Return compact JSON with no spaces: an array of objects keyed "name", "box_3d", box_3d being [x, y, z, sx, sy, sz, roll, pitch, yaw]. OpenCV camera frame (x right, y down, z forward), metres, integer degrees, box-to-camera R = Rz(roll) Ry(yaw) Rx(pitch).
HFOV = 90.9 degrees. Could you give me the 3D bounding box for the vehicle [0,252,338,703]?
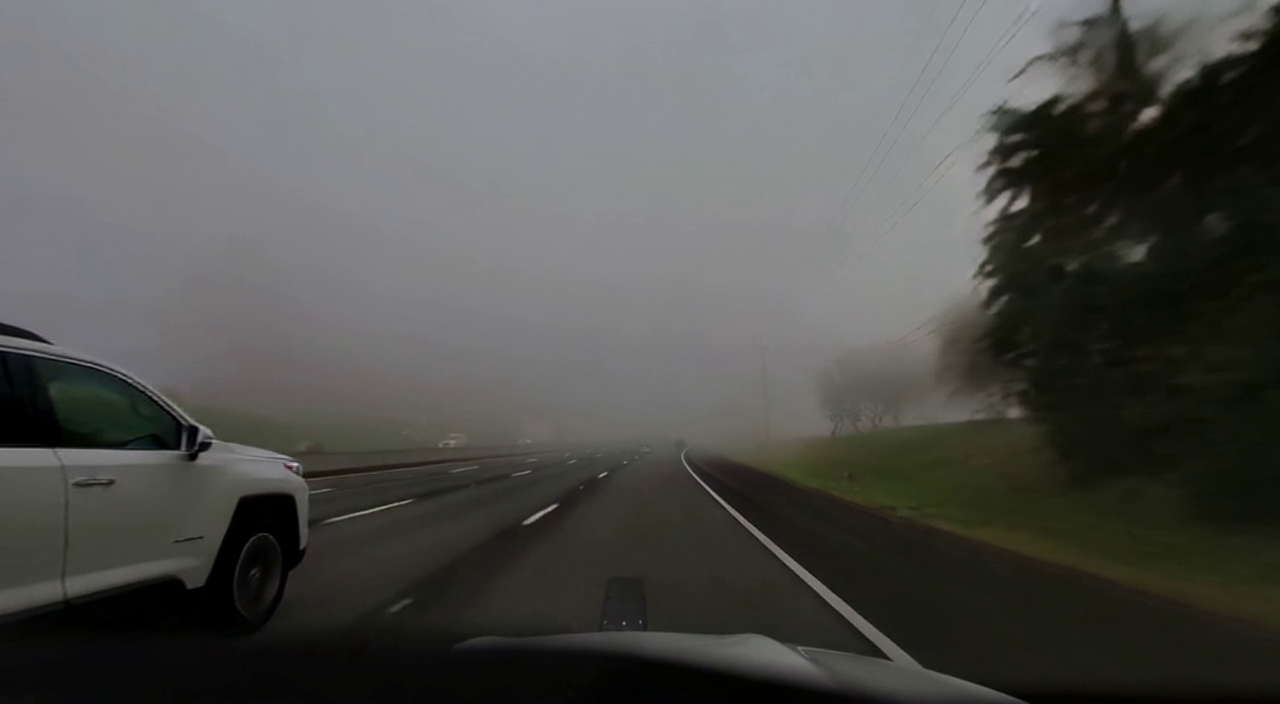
[{"name":"vehicle","box_3d":[-3.437,0.615,2.259,2.136,1.975,5.037,0,-8,1]}]
